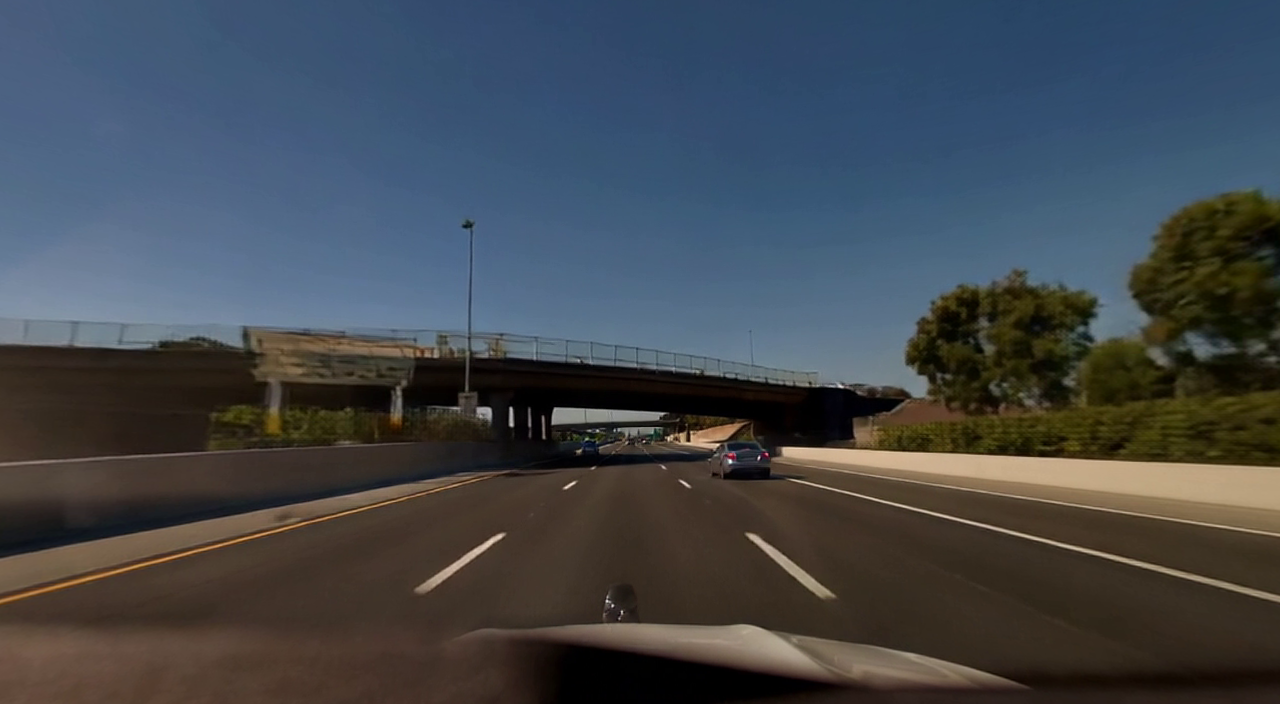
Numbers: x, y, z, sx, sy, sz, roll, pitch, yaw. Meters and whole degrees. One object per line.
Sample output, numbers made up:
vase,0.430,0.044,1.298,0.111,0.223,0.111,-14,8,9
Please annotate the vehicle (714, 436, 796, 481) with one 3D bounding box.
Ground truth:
vehicle,4.076,3.867,23.157,2.060,1.485,4.274,0,-9,-2
